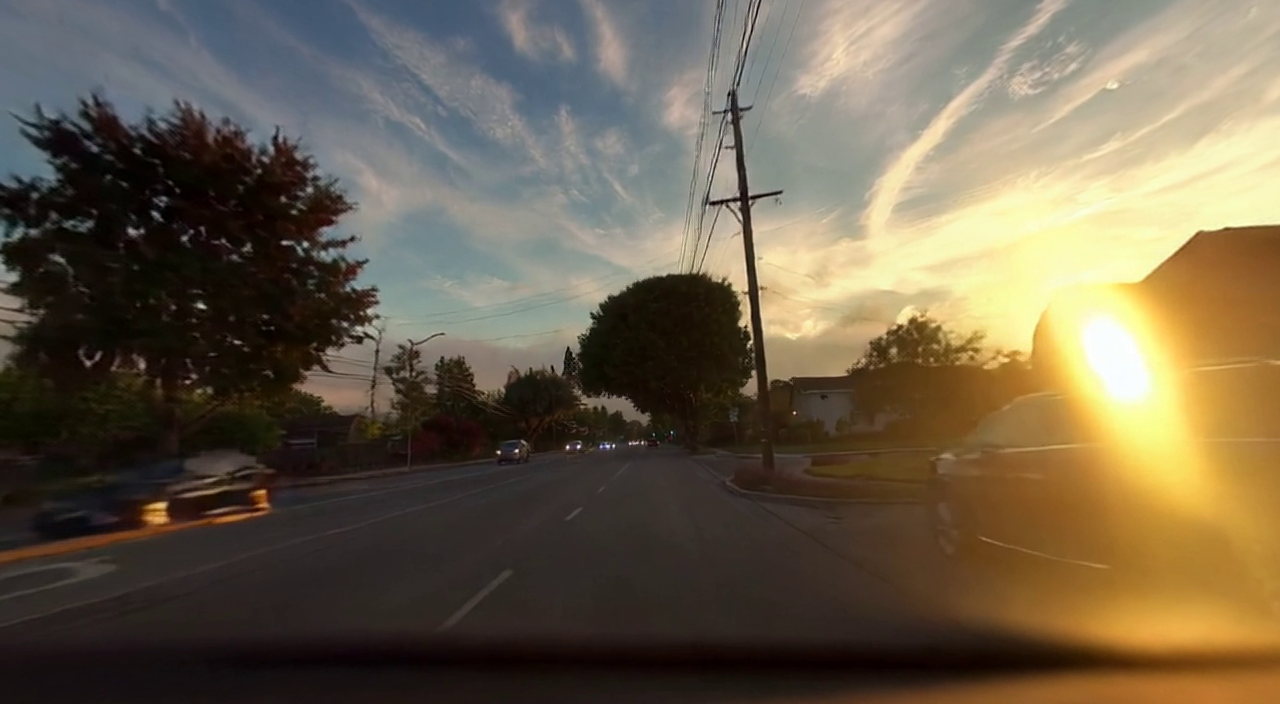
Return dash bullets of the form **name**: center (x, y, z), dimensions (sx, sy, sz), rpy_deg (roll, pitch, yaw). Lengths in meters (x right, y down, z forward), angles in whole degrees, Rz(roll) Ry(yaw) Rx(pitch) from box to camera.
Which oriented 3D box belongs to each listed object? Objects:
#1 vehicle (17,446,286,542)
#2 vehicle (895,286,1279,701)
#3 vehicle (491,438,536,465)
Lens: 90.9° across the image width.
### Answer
- **vehicle**: center (-9.114, 2.615, 12.348), dimensions (1.915, 1.539, 4.106), rpy_deg (0, -8, 1)
- **vehicle**: center (4.066, 0.930, 4.789), dimensions (2.228, 1.885, 4.854), rpy_deg (0, -8, 0)
- **vehicle**: center (-8.576, 6.784, 42.983), dimensions (2.003, 1.719, 4.489), rpy_deg (-1, -8, 2)
